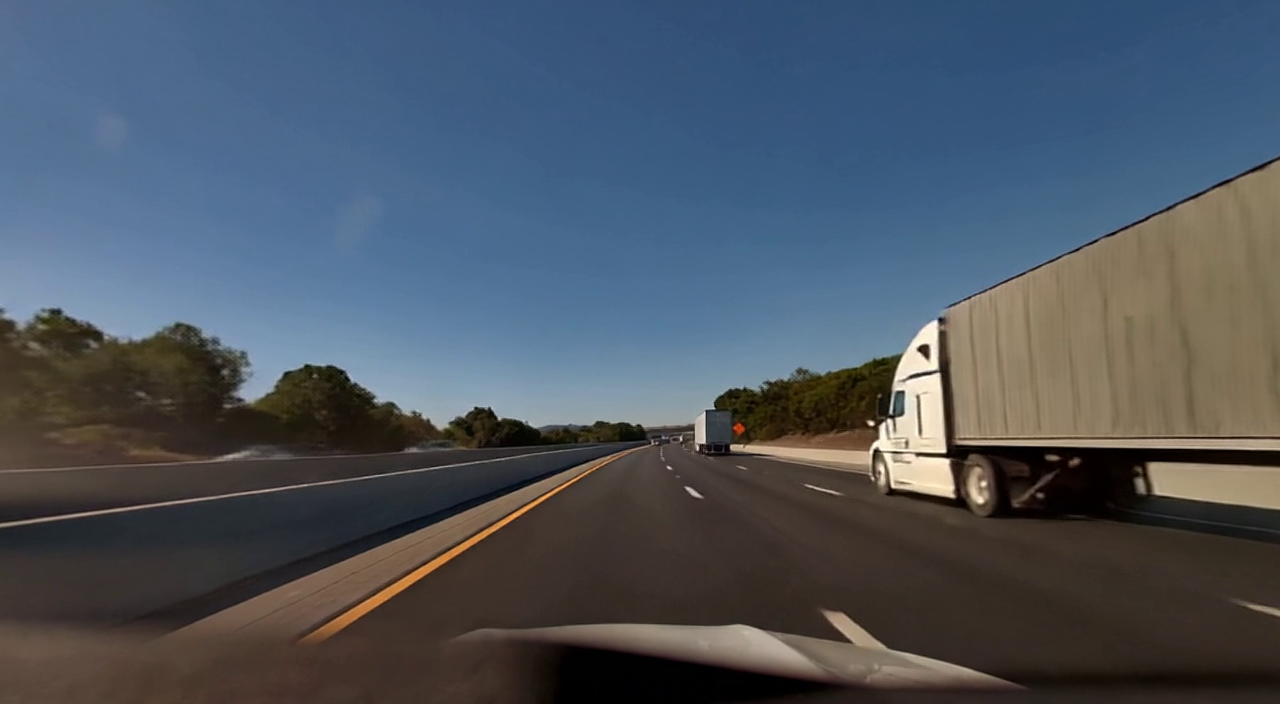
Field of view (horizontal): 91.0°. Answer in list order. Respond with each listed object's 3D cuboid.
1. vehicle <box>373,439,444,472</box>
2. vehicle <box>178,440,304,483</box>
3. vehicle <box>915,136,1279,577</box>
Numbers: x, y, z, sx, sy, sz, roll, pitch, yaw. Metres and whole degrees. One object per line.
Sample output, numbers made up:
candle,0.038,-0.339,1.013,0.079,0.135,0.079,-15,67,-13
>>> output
vehicle,-11.899,5.324,32.669,1.934,1.528,4.329,-1,-8,1
vehicle,-15.793,4.333,25.287,2.008,1.527,4.664,0,-8,0
vehicle,7.414,0.099,6.299,2.885,4.075,13.981,0,-8,0
